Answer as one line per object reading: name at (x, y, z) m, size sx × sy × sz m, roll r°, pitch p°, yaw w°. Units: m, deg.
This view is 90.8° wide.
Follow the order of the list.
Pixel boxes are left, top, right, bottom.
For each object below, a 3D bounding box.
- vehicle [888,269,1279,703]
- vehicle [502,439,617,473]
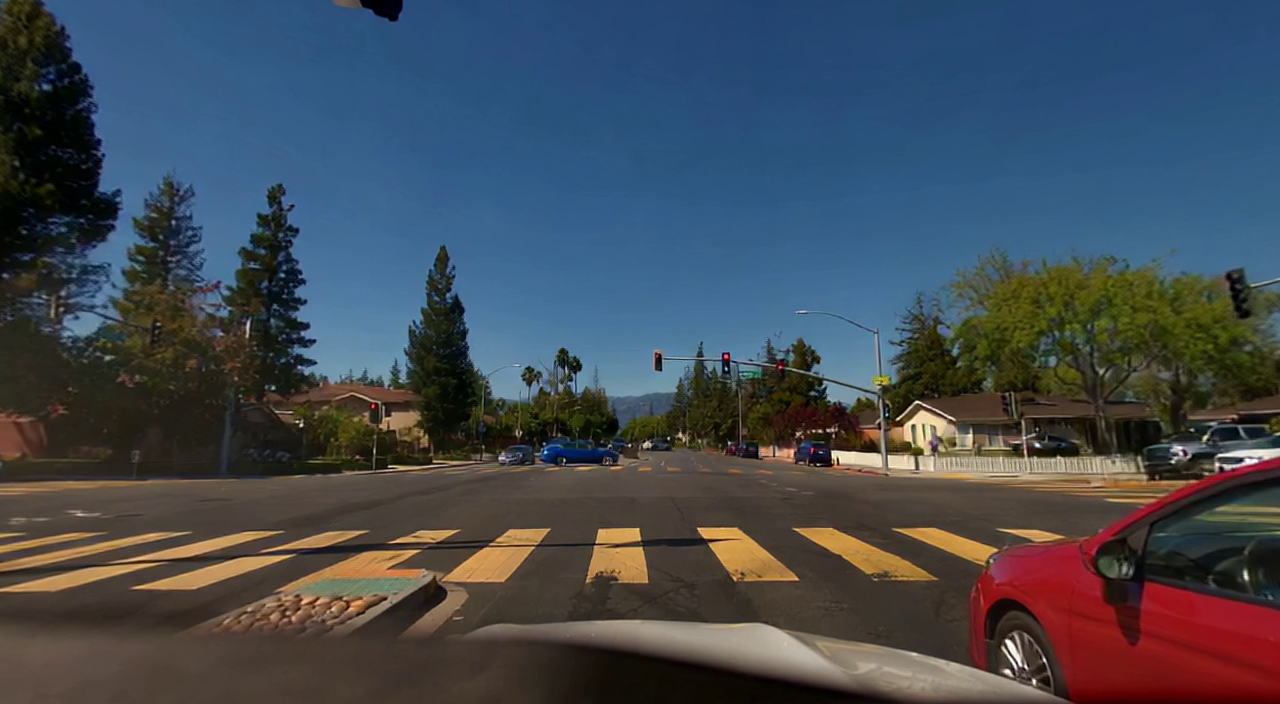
vehicle at (2.705, 0.708, 1.720) m, size 2.085 × 1.800 × 4.908 m, roll 0°, pitch -9°, yaw 1°
vehicle at (-3.776, 4.938, 30.161) m, size 4.999 × 1.518 × 2.104 m, roll 6°, pitch -10°, yaw -34°
